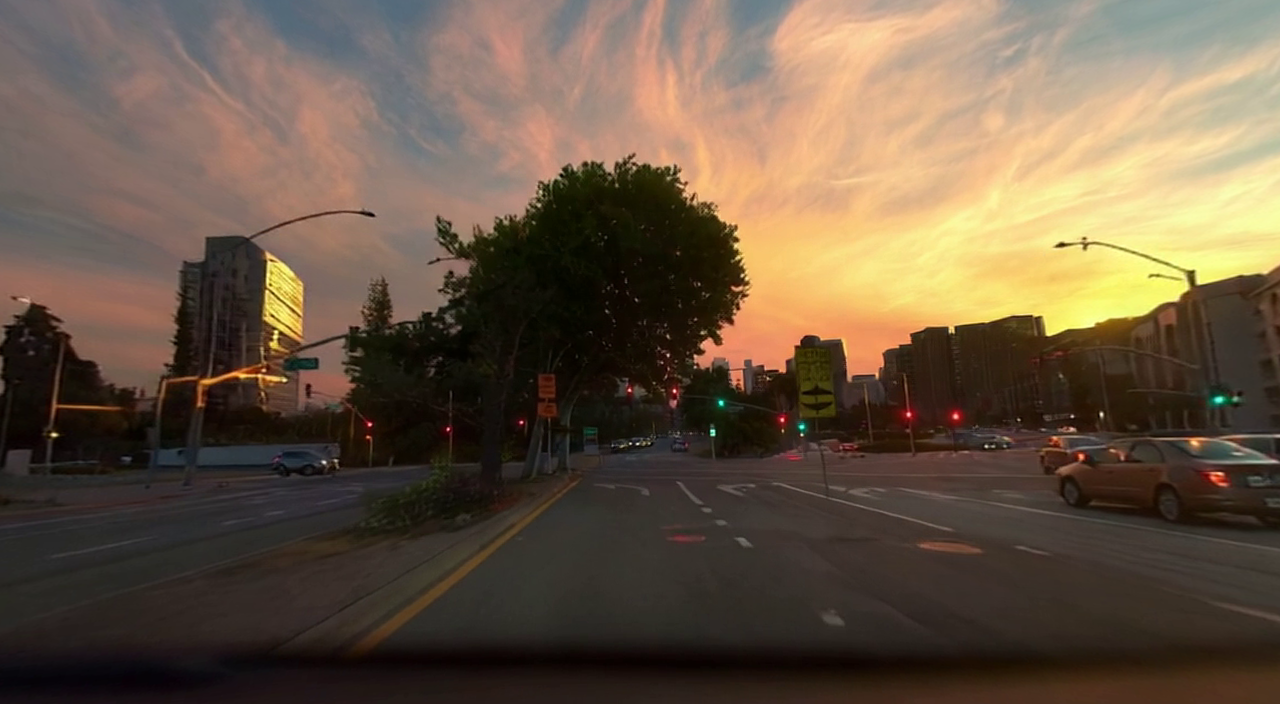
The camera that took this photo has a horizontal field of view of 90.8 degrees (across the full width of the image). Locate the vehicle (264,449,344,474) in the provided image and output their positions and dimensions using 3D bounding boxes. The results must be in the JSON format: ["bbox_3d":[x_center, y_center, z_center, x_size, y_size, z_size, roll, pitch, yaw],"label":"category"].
[{"bbox_3d":[-24.946,8.145,47.026,4.706,1.734,2.253,-1,-8,6],"label":"vehicle"}]

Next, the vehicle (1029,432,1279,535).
[{"bbox_3d":[9.542,2.260,11.548,1.933,1.500,4.458,0,-8,-1],"label":"vehicle"}]
